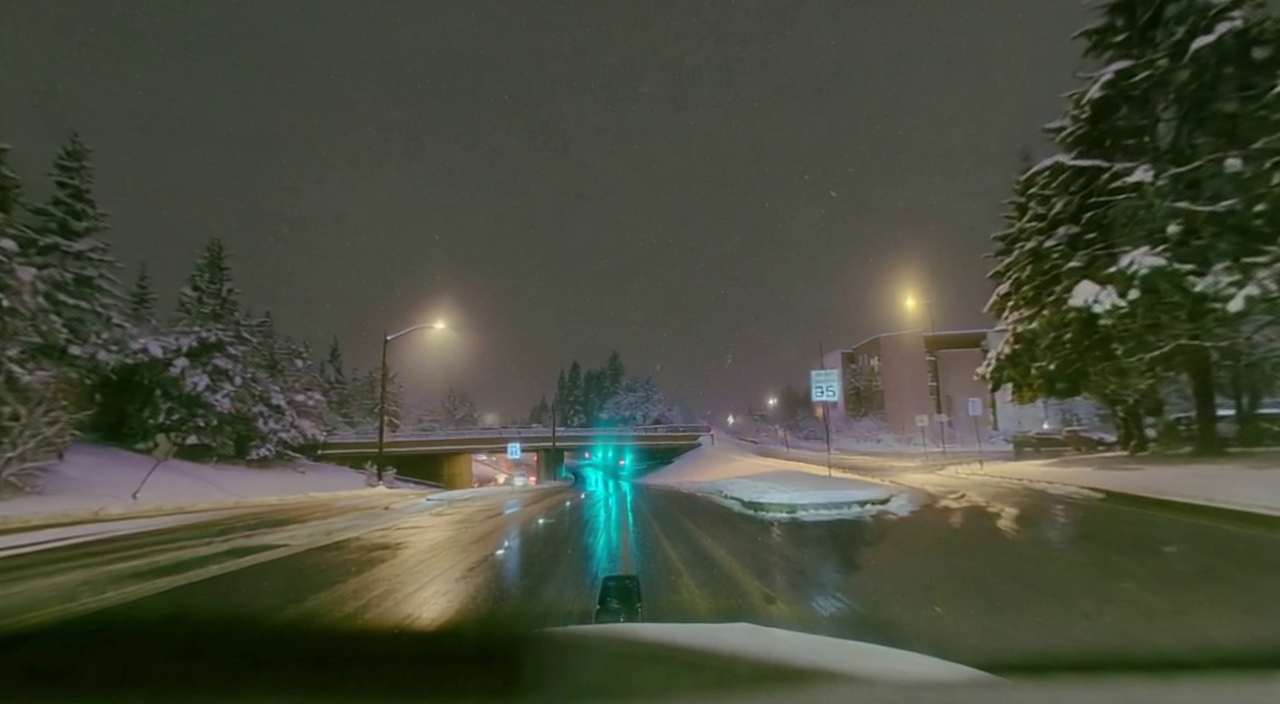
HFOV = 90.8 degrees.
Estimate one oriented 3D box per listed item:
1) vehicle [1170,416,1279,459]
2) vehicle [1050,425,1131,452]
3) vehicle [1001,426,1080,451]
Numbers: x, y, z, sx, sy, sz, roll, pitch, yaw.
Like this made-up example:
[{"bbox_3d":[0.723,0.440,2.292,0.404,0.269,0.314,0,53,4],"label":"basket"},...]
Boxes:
[{"bbox_3d":[25.175,3.520,26.433,1.794,1.488,4.553,0,-4,-5],"label":"vehicle"},{"bbox_3d":[27.386,5.242,38.559,1.901,1.525,3.948,-1,-7,-3],"label":"vehicle"},{"bbox_3d":[24.677,5.381,39.105,1.931,1.465,4.207,0,-8,-4],"label":"vehicle"}]
